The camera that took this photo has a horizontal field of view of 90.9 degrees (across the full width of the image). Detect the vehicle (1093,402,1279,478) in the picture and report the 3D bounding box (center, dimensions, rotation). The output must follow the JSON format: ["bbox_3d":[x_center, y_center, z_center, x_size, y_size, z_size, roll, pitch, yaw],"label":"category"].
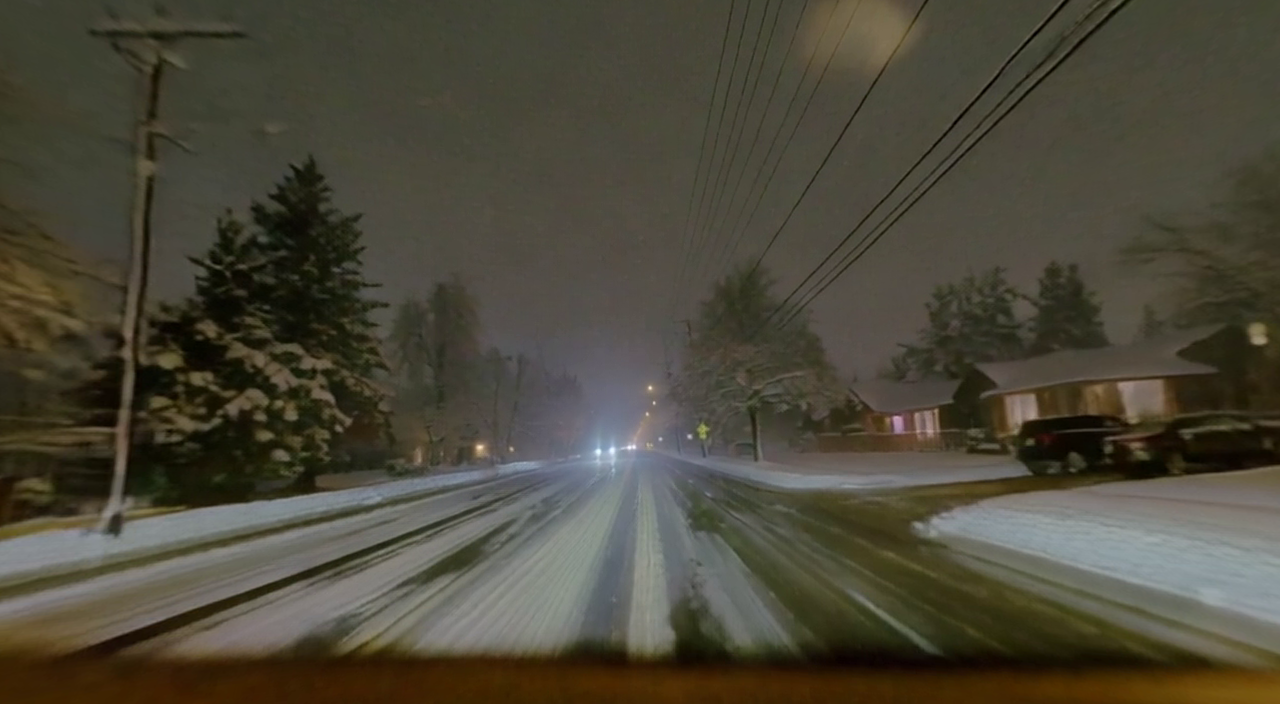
[{"bbox_3d":[14.129,2.131,15.404,4.512,1.701,2.017,0,-8,-1],"label":"vehicle"}]
